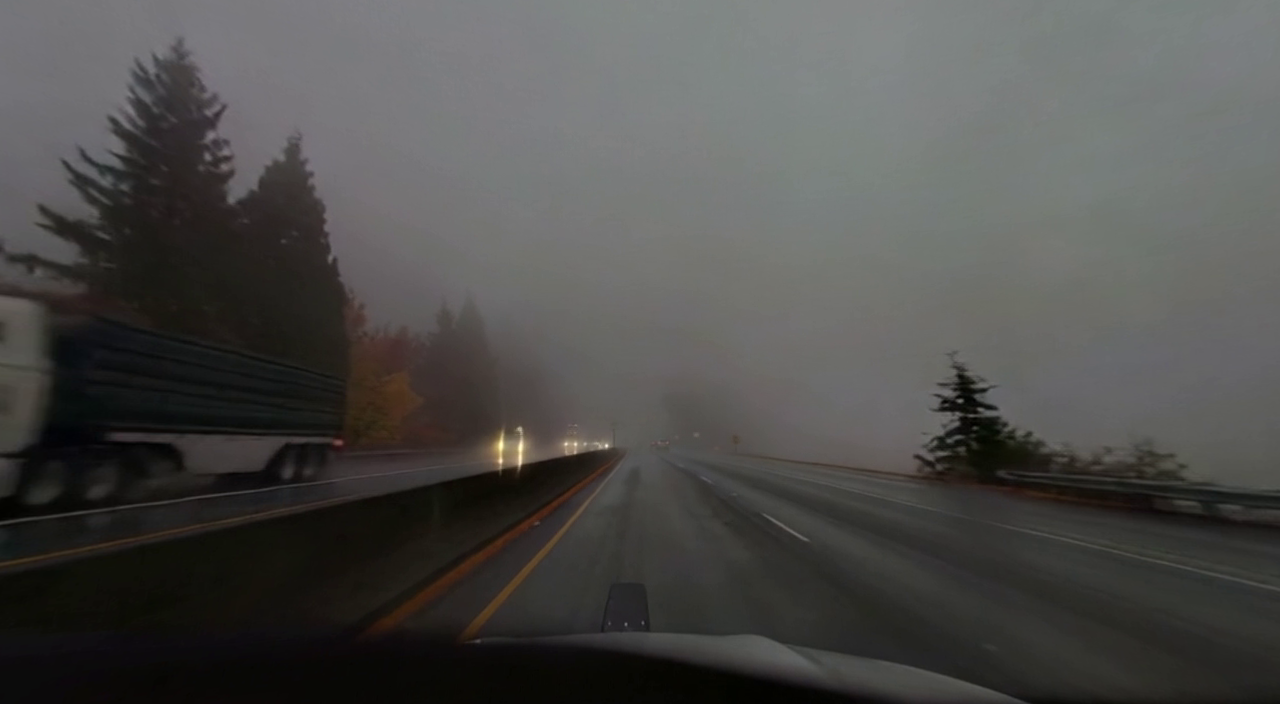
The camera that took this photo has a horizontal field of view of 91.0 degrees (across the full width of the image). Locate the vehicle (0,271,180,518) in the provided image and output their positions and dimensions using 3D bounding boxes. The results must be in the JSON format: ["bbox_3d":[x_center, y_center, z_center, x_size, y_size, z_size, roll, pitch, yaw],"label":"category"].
[{"bbox_3d":[-11.257,0.726,10.177,2.946,3.741,5.919,0,-8,0],"label":"vehicle"}]
